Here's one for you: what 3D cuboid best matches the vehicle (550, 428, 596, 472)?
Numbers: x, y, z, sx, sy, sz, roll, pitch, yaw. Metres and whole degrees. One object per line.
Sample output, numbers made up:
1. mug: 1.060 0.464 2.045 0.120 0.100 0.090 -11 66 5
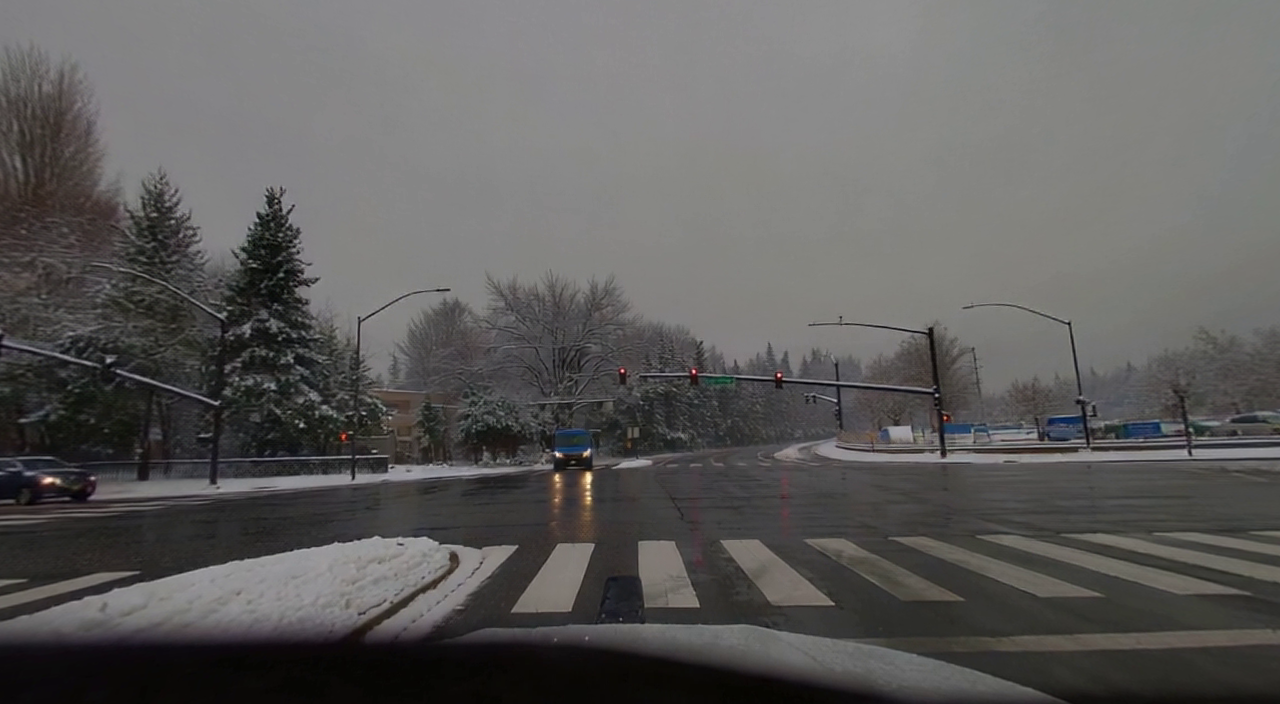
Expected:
1. vehicle: -4.045 5.756 37.343 2.465 2.404 5.791 1 -8 -8
